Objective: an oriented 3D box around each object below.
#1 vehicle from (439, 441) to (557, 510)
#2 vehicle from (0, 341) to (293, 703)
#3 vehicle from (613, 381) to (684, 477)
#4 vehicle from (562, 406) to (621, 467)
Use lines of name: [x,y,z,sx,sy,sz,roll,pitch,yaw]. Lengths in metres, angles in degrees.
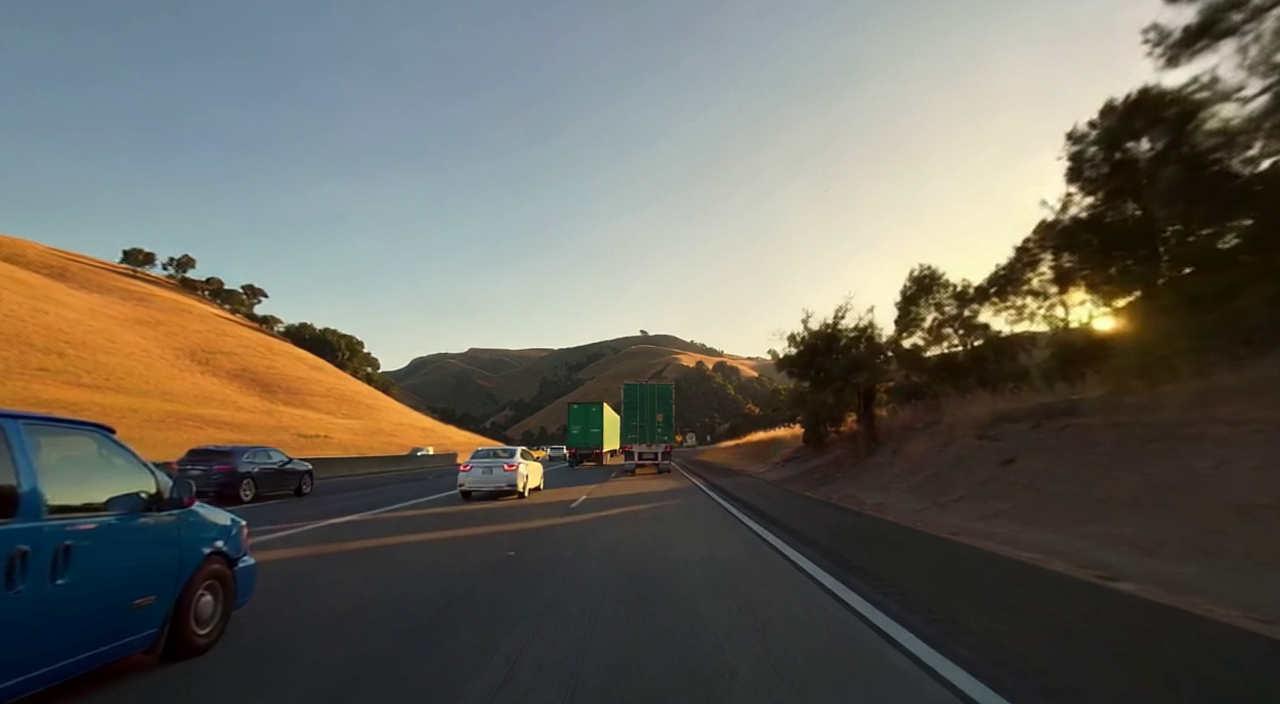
vehicle: [-3.346,2.973,15.730,1.950,1.446,4.224,0,-8,0]
vehicle: [-3.813,0.810,2.395,2.136,1.779,4.875,0,-8,1]
vehicle: [0.538,4.002,31.783,2.913,3.988,10.874,0,-8,2]
vehicle: [-3.492,6.700,49.578,3.311,4.073,14.172,0,-8,1]
